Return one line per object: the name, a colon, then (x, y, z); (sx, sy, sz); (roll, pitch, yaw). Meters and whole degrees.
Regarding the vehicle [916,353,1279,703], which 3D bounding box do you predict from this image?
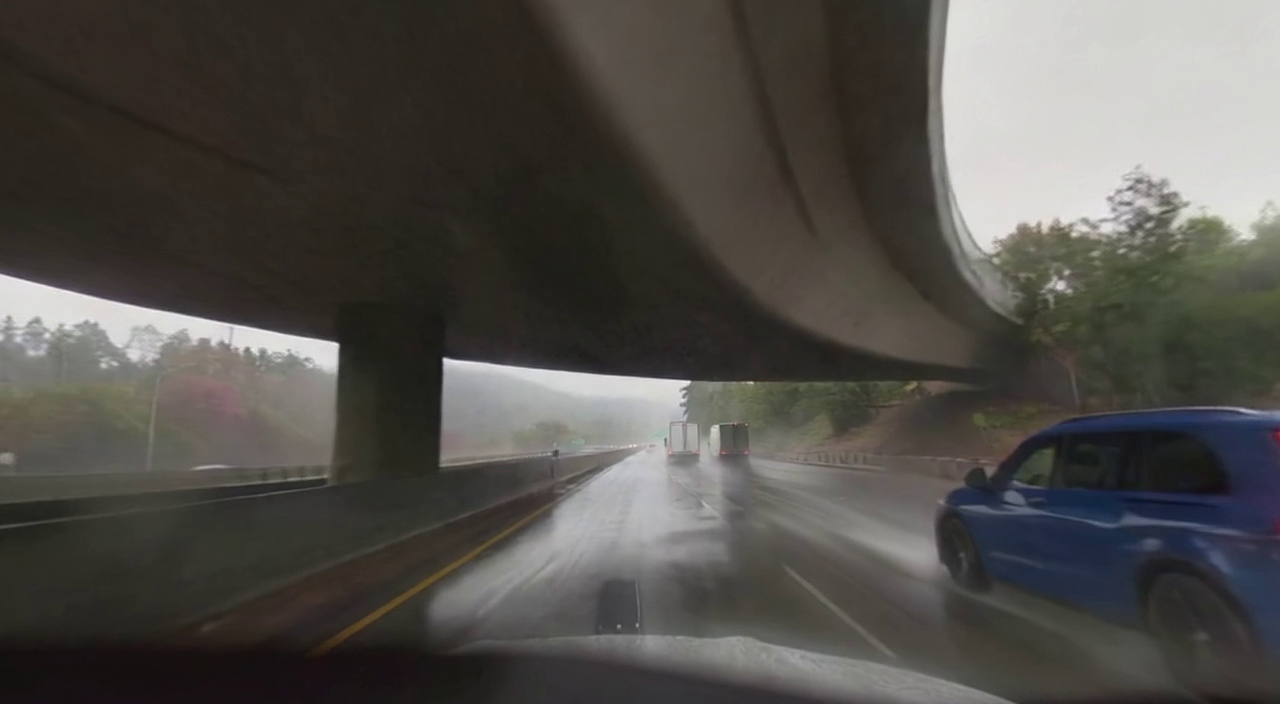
vehicle: (4.004, 1.065, 4.309); (2.148, 1.691, 4.443); (0, -9, -1)
